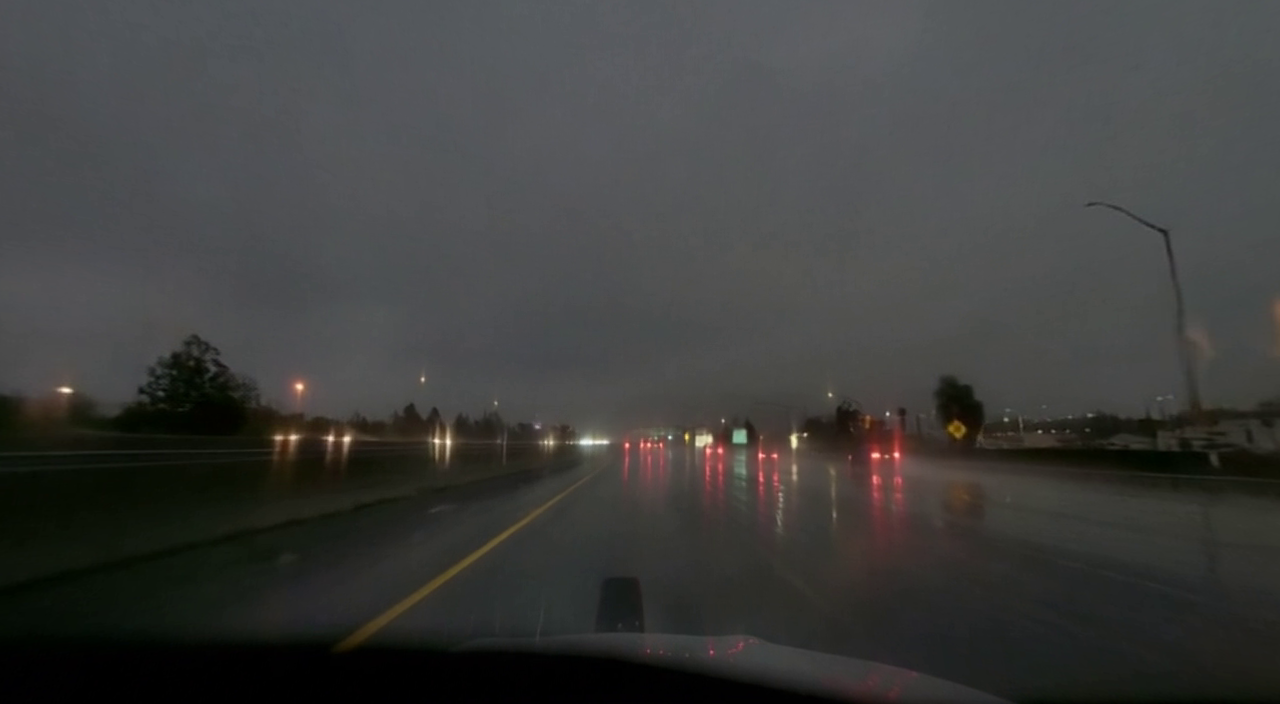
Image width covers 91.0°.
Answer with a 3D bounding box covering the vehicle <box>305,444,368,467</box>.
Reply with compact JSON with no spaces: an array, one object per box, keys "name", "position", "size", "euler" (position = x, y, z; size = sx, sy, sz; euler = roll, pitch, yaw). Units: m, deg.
[{"name":"vehicle","position":[-19.886,6.795,41.498],"size":[2.006,1.426,4.326],"euler":[0,-8,0]}]
